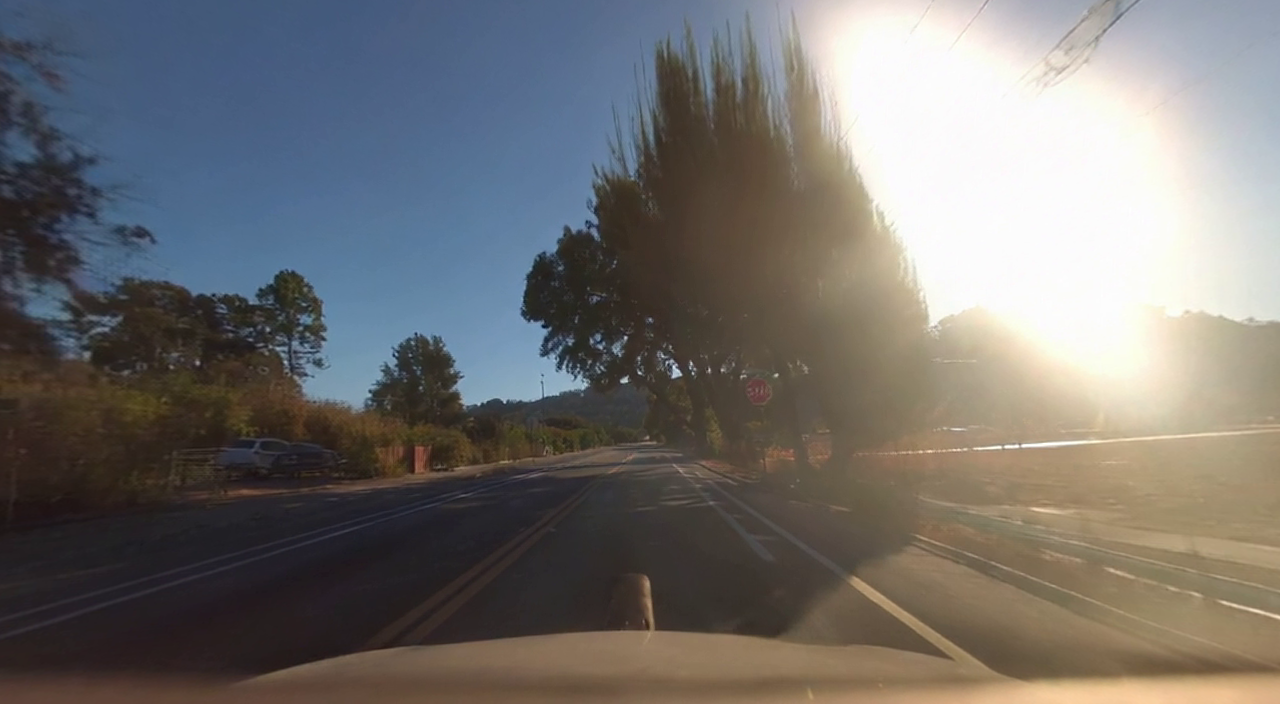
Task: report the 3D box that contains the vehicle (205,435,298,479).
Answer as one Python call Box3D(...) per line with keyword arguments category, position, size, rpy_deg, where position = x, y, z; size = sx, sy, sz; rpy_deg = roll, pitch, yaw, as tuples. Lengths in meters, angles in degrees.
Box3D(category="vehicle", position=(-17.814, 4.843, 29.144), size=(1.849, 1.831, 3.980), rpy_deg=(-1, -9, -3))

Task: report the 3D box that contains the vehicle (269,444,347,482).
Box3D(category="vehicle", position=(-14.639, 4.889, 28.027), size=(1.739, 1.539, 3.548), rpy_deg=(1, -8, -5))
